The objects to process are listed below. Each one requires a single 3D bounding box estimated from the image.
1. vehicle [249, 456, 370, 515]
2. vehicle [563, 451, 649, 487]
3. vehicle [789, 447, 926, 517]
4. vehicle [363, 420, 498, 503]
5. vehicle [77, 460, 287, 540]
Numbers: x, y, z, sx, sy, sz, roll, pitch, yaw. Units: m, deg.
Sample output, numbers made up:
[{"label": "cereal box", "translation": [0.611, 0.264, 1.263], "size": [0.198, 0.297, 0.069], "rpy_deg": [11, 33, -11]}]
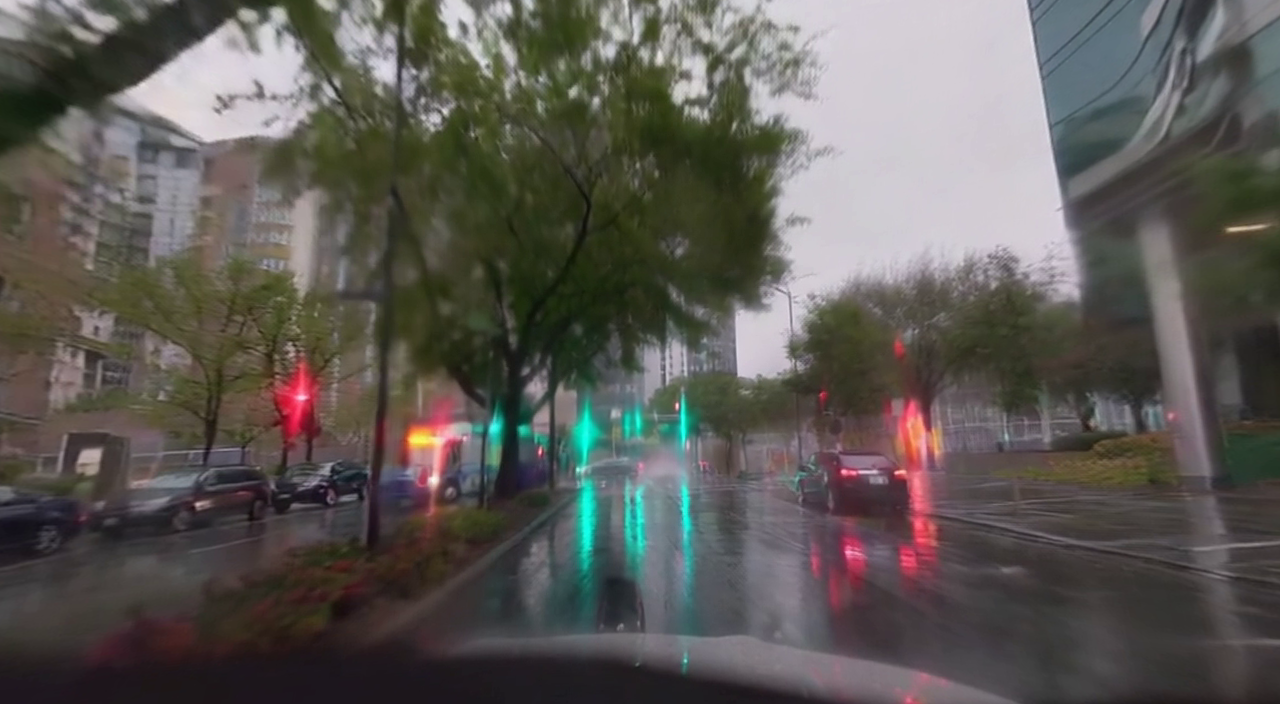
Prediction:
[{"label": "vehicle", "translation": [-11.368, 4.577, 22.131], "size": [1.908, 1.721, 4.285], "rpy_deg": [-1, -8, 0]}, {"label": "vehicle", "translation": [-2.000, 6.903, 37.503], "size": [4.742, 1.906, 1.933], "rpy_deg": [4, -9, -25]}, {"label": "vehicle", "translation": [5.500, 3.306, 16.690], "size": [1.888, 1.536, 4.381], "rpy_deg": [0, -8, -2]}, {"label": "vehicle", "translation": [-8.193, 4.371, 25.752], "size": [2.591, 2.910, 6.652], "rpy_deg": [-1, -8, 6]}, {"label": "vehicle", "translation": [-11.355, 3.651, 16.219], "size": [1.968, 1.608, 4.609], "rpy_deg": [0, -8, -1]}]
